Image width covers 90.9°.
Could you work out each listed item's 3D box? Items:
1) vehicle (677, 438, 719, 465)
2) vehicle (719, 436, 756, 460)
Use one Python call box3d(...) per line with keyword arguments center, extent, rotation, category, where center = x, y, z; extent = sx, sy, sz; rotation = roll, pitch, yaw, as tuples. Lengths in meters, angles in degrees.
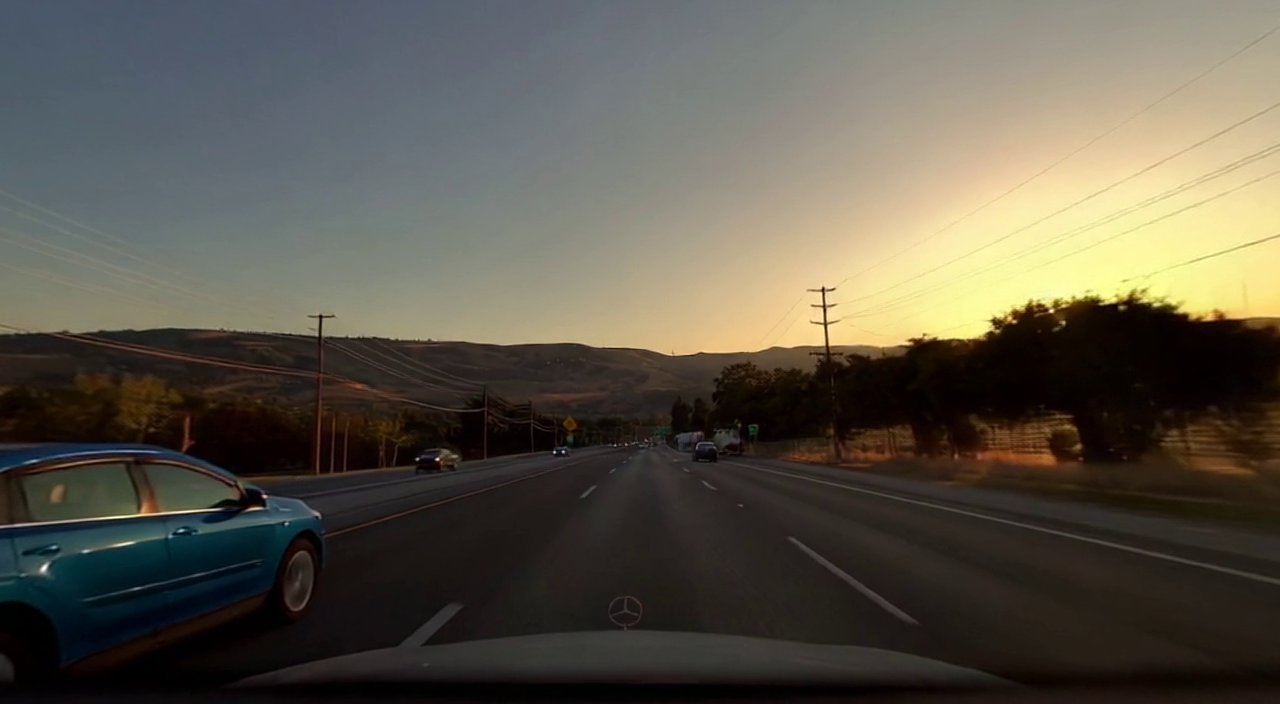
box3d(center=(3.487, 6.108, 38.979), extent=(2.148, 1.538, 4.430), rotation=(0, -8, 0), category="vehicle")
box3d(center=(7.602, 7.518, 49.545), extent=(2.084, 1.830, 4.684), rotation=(0, -8, 0), category="vehicle")
